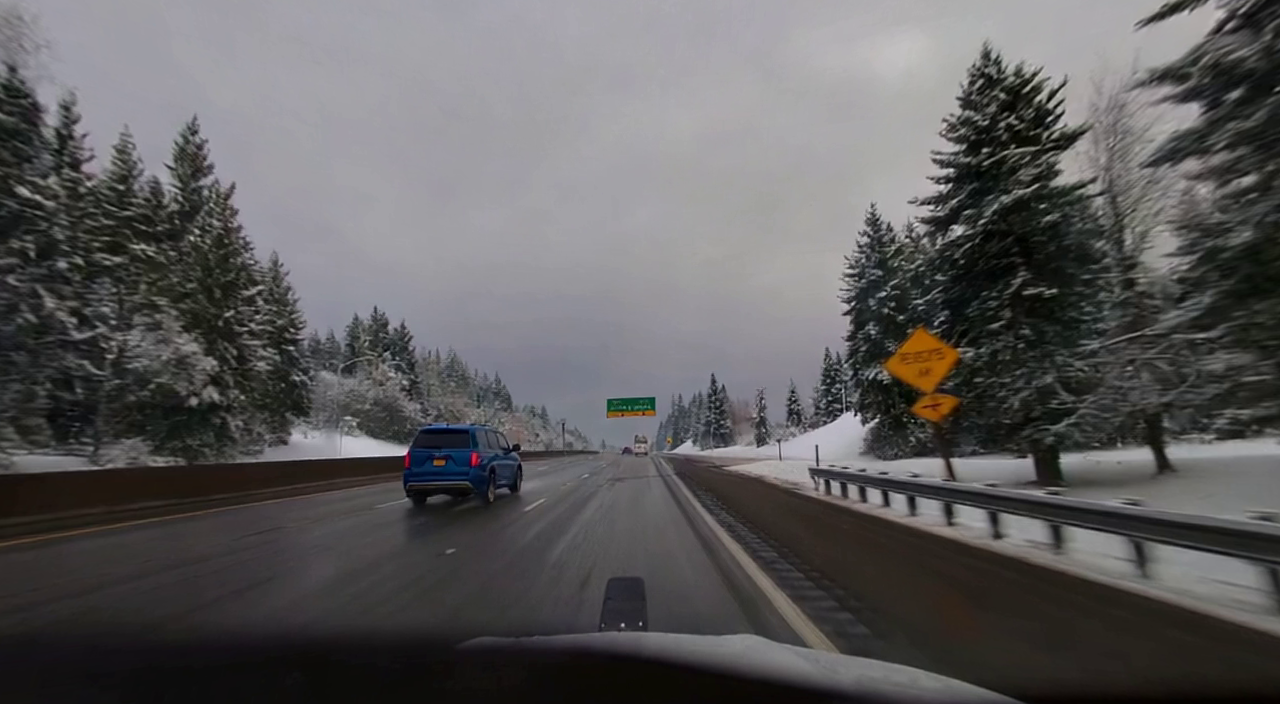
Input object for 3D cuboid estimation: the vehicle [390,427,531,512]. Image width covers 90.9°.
[{"bbox_3d":[-4.145,2.785,15.459,2.084,1.752,4.479,0,-8,1],"label":"vehicle"}]
